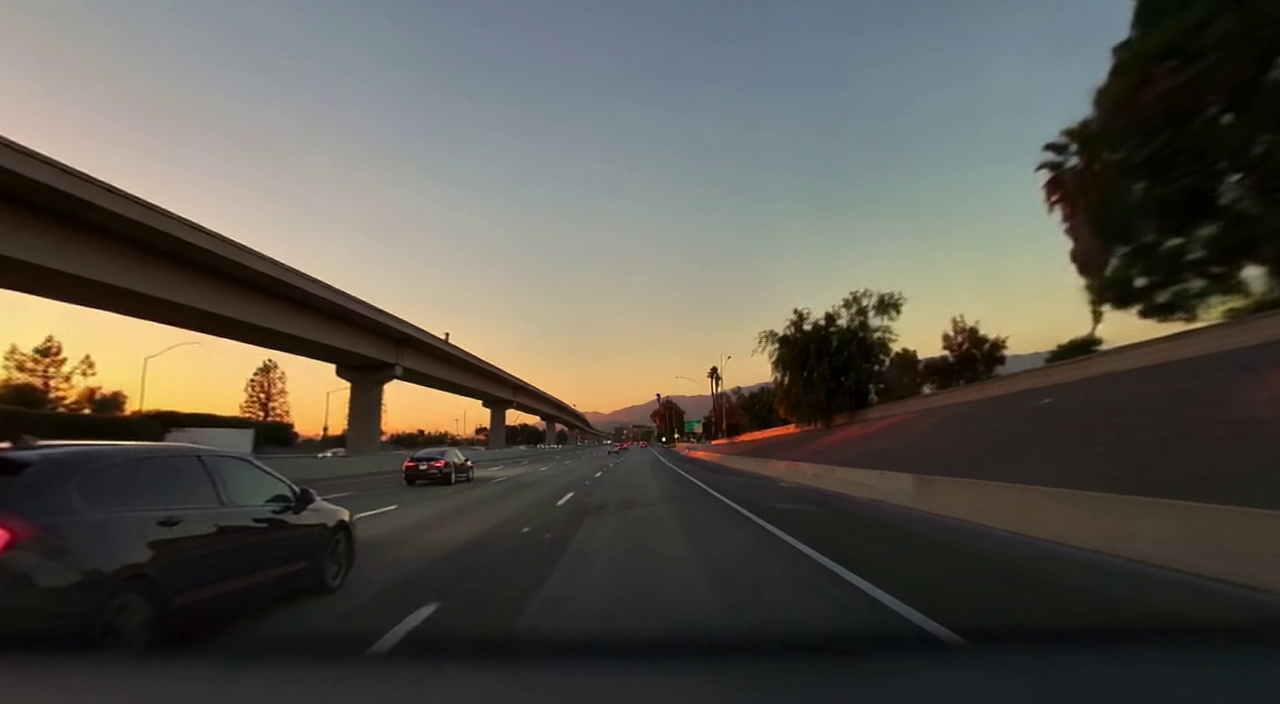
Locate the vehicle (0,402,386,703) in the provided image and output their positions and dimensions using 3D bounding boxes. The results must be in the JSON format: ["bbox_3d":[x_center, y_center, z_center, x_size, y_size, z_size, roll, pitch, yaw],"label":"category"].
[{"bbox_3d":[-3.364,1.118,3.481,1.978,1.499,4.695,0,-9,0],"label":"vehicle"}]

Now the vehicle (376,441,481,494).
[{"bbox_3d":[-6.672,3.659,20.457,1.914,1.503,4.268,0,-9,0],"label":"vehicle"}]
